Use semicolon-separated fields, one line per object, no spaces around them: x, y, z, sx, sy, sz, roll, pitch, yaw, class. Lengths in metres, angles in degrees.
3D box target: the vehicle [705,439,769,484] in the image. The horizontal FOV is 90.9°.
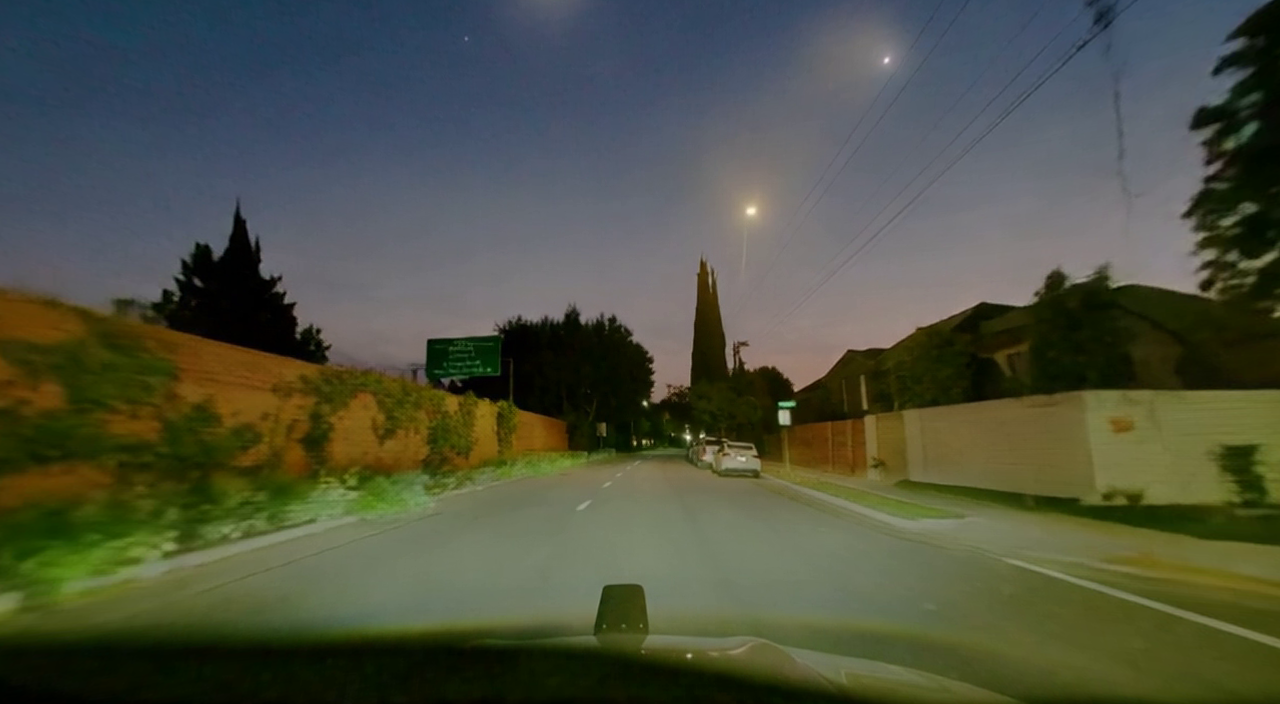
4.008;4.577;26.943;2.048;1.596;5.543;2;-8;2;vehicle
